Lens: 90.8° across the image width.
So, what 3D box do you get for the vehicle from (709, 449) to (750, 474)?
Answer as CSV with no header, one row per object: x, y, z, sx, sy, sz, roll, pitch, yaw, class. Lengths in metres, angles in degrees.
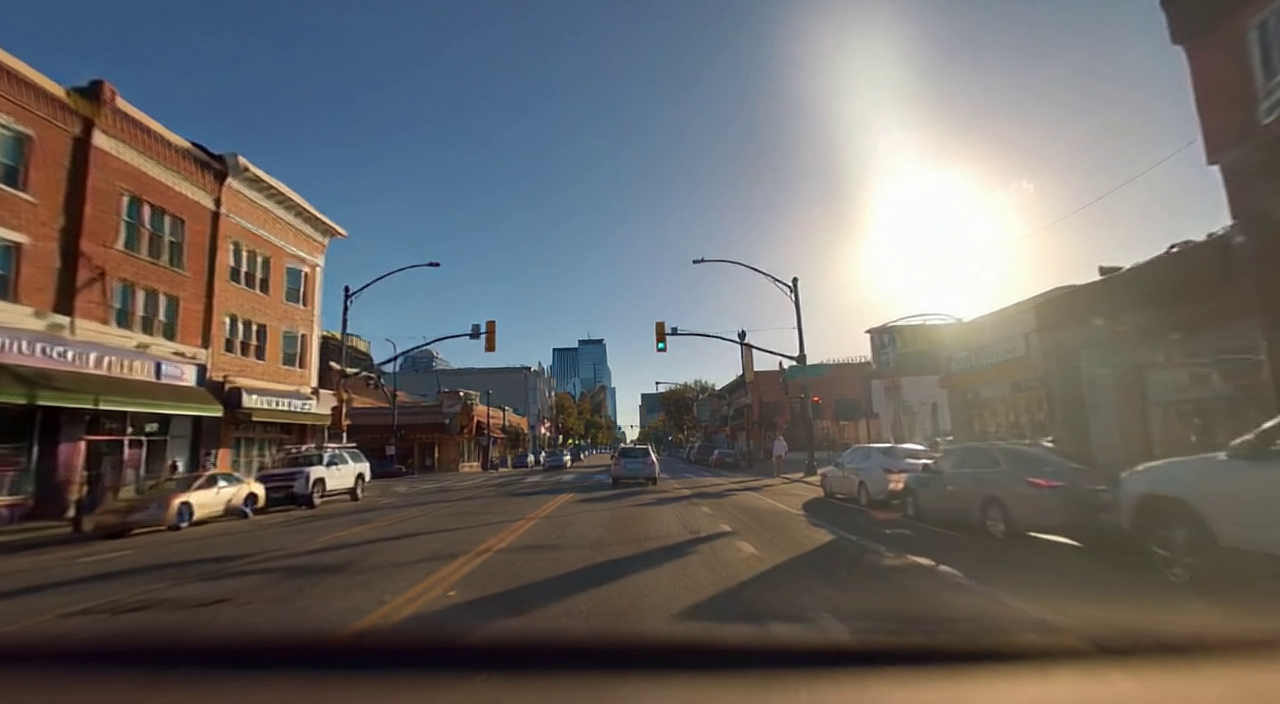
5.713,7.023,40.886,1.859,1.470,4.476,0,-8,-1,vehicle

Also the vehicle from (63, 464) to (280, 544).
-11.075,3.566,15.484,1.868,1.502,4.626,0,-8,-2,vehicle

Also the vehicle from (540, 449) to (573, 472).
-6.437,8.356,48.877,1.918,1.679,4.209,0,-9,1,vehicle

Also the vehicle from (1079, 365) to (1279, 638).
5.778,1.021,4.156,2.201,1.972,4.845,0,-9,-1,vehicle

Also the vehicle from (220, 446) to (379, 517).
-11.327,4.295,21.735,2.240,2.052,5.872,0,-8,0,vehicle

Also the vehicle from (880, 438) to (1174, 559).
5.714,2.173,10.173,1.891,1.489,4.344,0,-9,-2,vehicle

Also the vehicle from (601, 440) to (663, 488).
-0.275,4.098,23.416,2.086,1.575,4.205,0,-8,0,vehicle
